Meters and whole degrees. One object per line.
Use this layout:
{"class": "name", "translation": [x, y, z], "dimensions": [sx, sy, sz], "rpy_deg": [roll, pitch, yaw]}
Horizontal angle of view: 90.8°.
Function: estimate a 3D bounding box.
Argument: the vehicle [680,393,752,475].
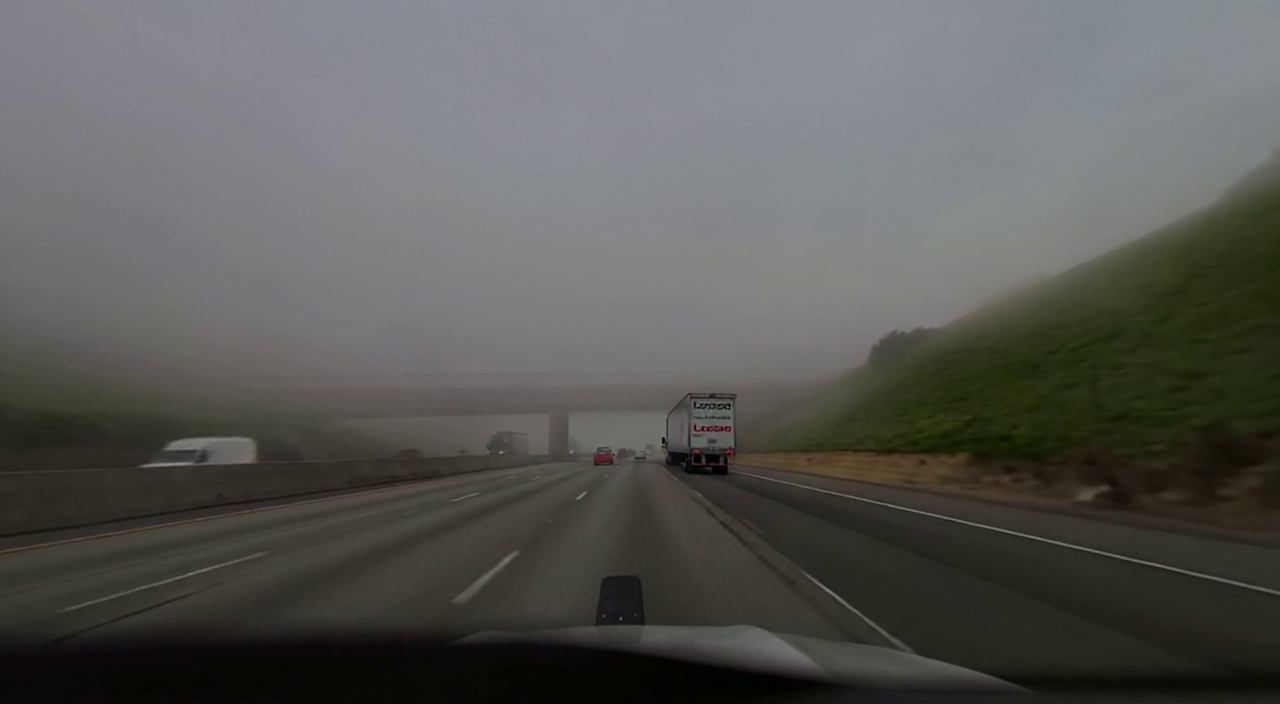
{"class": "vehicle", "translation": [3.969, 4.643, 35.068], "dimensions": [2.885, 3.992, 8.526], "rpy_deg": [0, -9, 0]}
